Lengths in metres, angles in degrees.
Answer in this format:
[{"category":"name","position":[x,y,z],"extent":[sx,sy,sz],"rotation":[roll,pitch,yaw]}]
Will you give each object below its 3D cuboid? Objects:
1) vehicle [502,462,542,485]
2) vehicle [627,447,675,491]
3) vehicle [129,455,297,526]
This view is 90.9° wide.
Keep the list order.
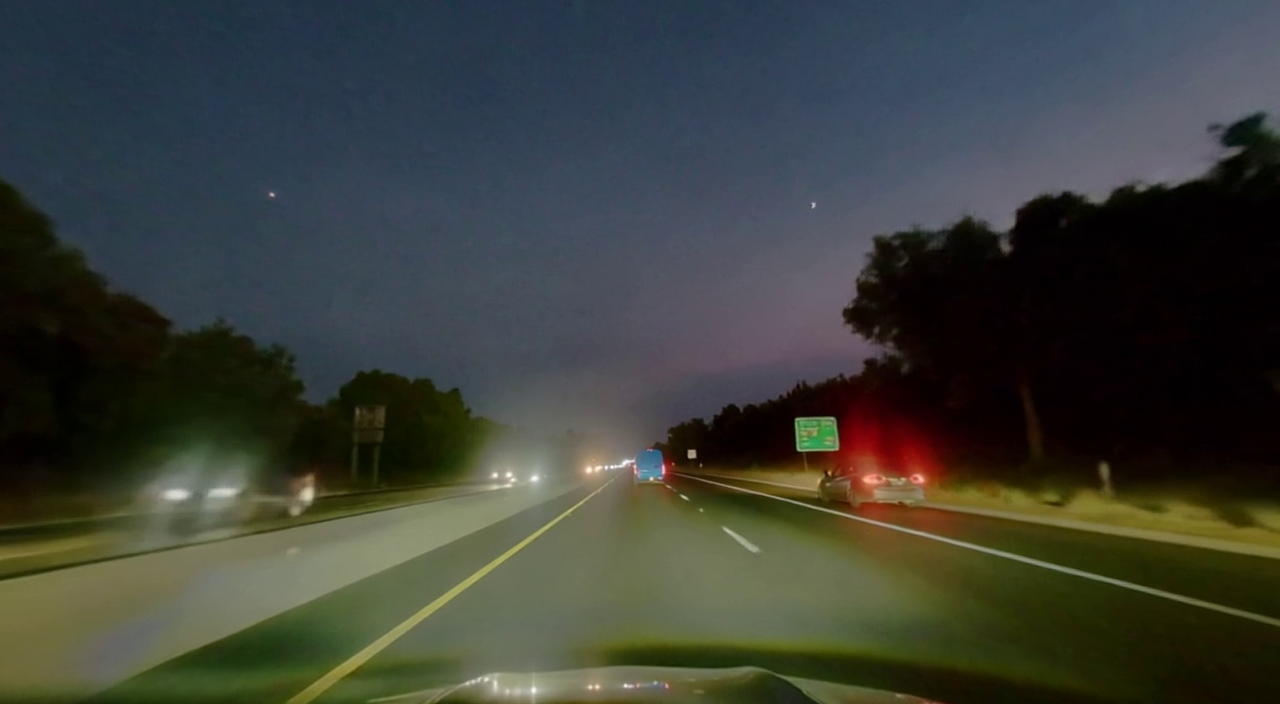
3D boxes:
[{"category":"vehicle","position":[-8.265,8.569,44.440],"extent":[1.980,1.534,4.116],"rotation":[1,-11,0]},{"category":"vehicle","position":[0.508,6.421,34.648],"extent":[2.429,2.167,4.558],"rotation":[1,-11,-1]},{"category":"vehicle","position":[-12.622,4.116,19.048],"extent":[2.101,1.841,4.167],"rotation":[1,-11,-1]}]
